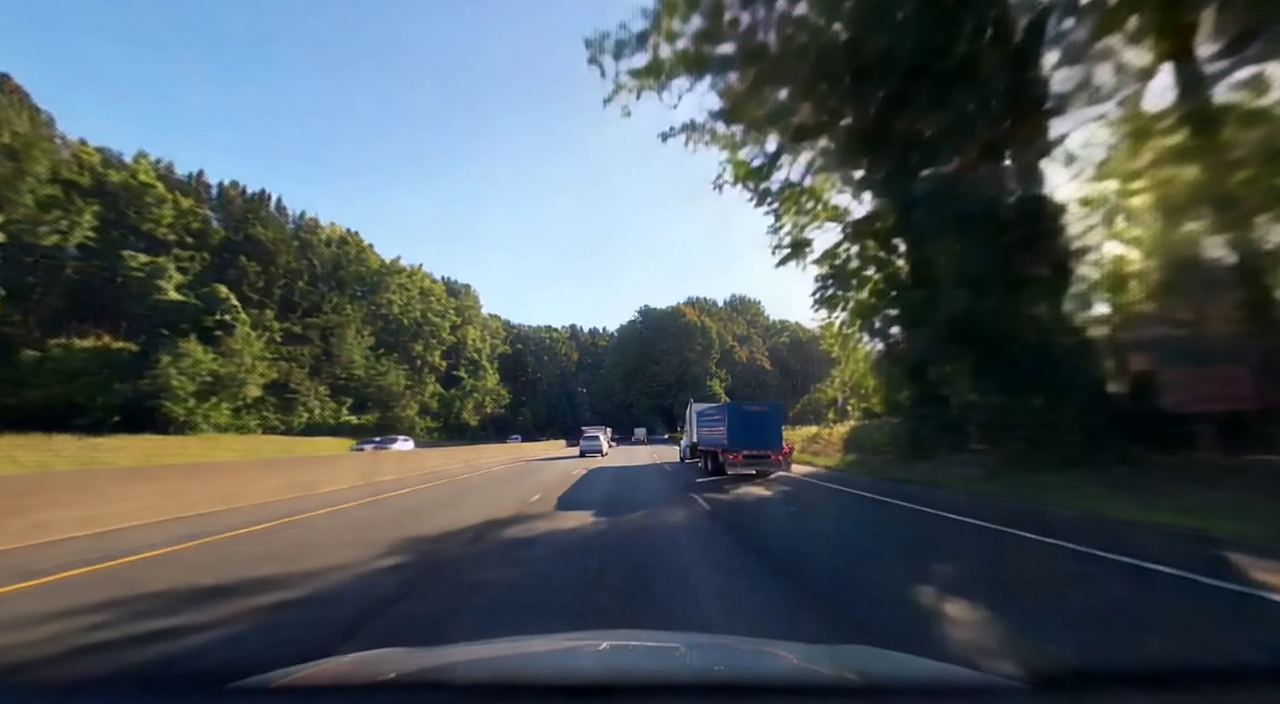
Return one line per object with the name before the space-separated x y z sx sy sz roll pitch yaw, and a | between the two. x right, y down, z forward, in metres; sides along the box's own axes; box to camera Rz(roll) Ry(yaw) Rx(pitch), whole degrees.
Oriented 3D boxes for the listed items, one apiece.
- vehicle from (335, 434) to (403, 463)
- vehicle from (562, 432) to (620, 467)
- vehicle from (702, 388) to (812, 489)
vehicle | -15.150 5.372 35.457 1.932 1.526 4.225 0 -8 0
vehicle | -2.220 4.562 29.763 2.195 1.529 4.572 0 -8 2
vehicle | 3.191 2.481 18.165 2.256 2.568 4.049 0 -8 -1
